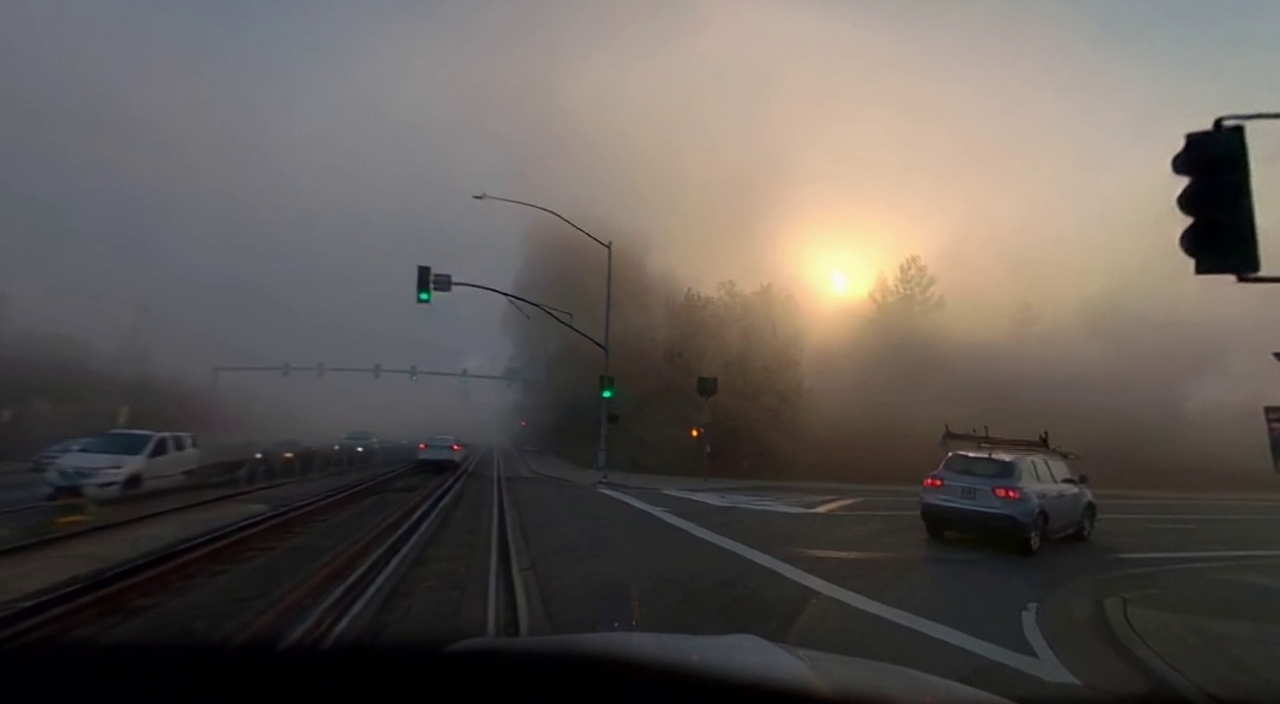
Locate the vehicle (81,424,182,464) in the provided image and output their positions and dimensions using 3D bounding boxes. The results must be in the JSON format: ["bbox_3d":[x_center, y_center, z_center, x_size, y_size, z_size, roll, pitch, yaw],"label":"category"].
[{"bbox_3d":[-25.925,4.758,32.440,1.972,1.898,4.620,2,-9,-11],"label":"vehicle"}]

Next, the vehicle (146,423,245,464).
[{"bbox_3d":[-21.227,4.462,30.448,2.013,1.787,4.823,2,-10,-12],"label":"vehicle"}]

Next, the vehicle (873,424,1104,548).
[{"bbox_3d":[7.105,2.545,12.619,5.251,1.926,2.404,9,-13,-43],"label":"vehicle"}]

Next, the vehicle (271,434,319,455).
[{"bbox_3d":[-25.029,6.780,45.948,1.838,1.434,4.036,2,-10,-11],"label":"vehicle"}]

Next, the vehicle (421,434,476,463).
[{"bbox_3d":[-10.458,5.342,34.820,2.004,1.482,4.799,1,-9,-6],"label":"vehicle"}]
